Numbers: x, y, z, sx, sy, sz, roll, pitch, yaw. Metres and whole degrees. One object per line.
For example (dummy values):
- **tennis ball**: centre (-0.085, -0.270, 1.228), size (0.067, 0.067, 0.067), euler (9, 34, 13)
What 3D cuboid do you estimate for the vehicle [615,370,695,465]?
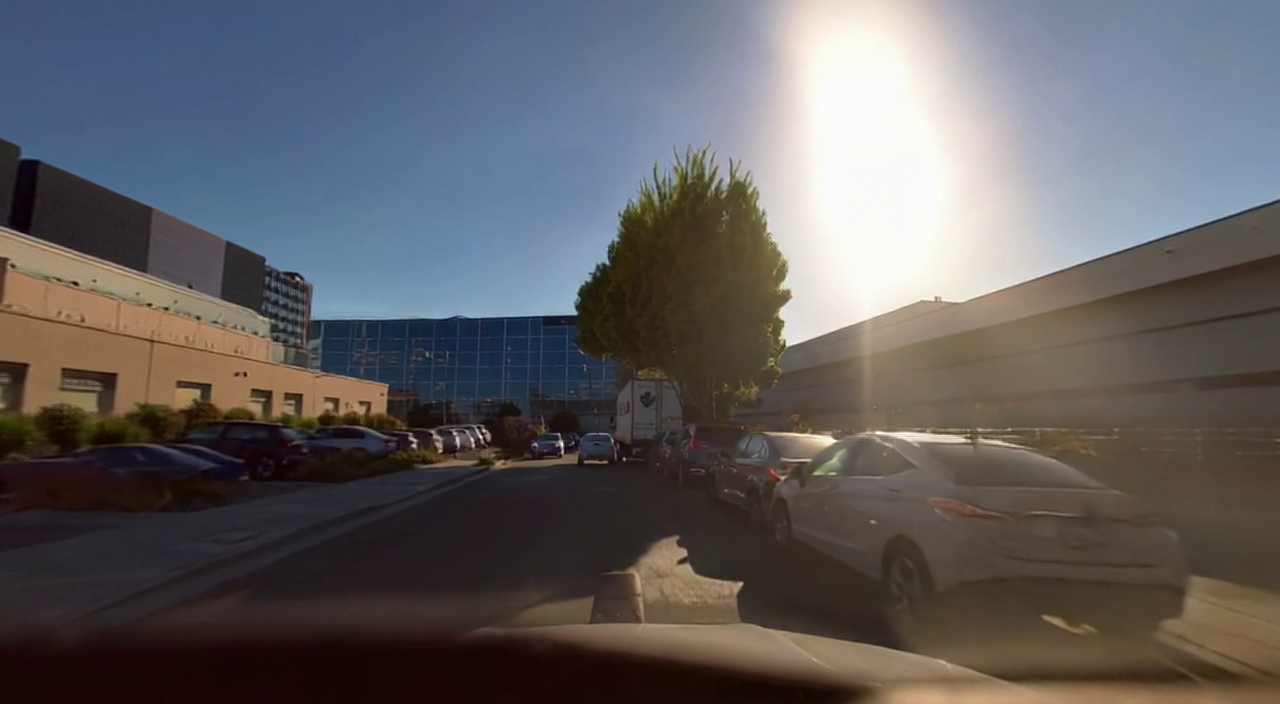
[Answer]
- **vehicle**: centre (0.379, 3.773, 34.595), size (2.865, 4.113, 14.471), euler (1, -7, -5)

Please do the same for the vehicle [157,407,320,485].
- **vehicle**: centre (-10.259, 2.428, 16.584), size (1.996, 1.719, 4.382), euler (3, -8, -10)

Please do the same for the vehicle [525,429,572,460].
- **vehicle**: centre (-4.733, 4.836, 33.161), size (1.989, 1.481, 4.008), euler (0, -7, -2)

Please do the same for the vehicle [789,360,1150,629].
- **vehicle**: centre (2.544, 1.115, 5.499), size (1.686, 1.786, 2.276), euler (0, -8, -6)

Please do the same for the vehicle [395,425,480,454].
- **vehicle**: centre (-10.844, 4.706, 33.948), size (4.015, 1.461, 1.903), euler (1, -7, -8)

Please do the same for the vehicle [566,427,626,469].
- **vehicle**: centre (-1.745, 3.771, 25.072), size (2.160, 1.498, 3.909), euler (1, -7, -4)

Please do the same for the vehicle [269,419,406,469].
- **vehicle**: centre (-9.724, 2.991, 20.531), size (3.569, 1.520, 1.797), euler (1, -7, -7)
